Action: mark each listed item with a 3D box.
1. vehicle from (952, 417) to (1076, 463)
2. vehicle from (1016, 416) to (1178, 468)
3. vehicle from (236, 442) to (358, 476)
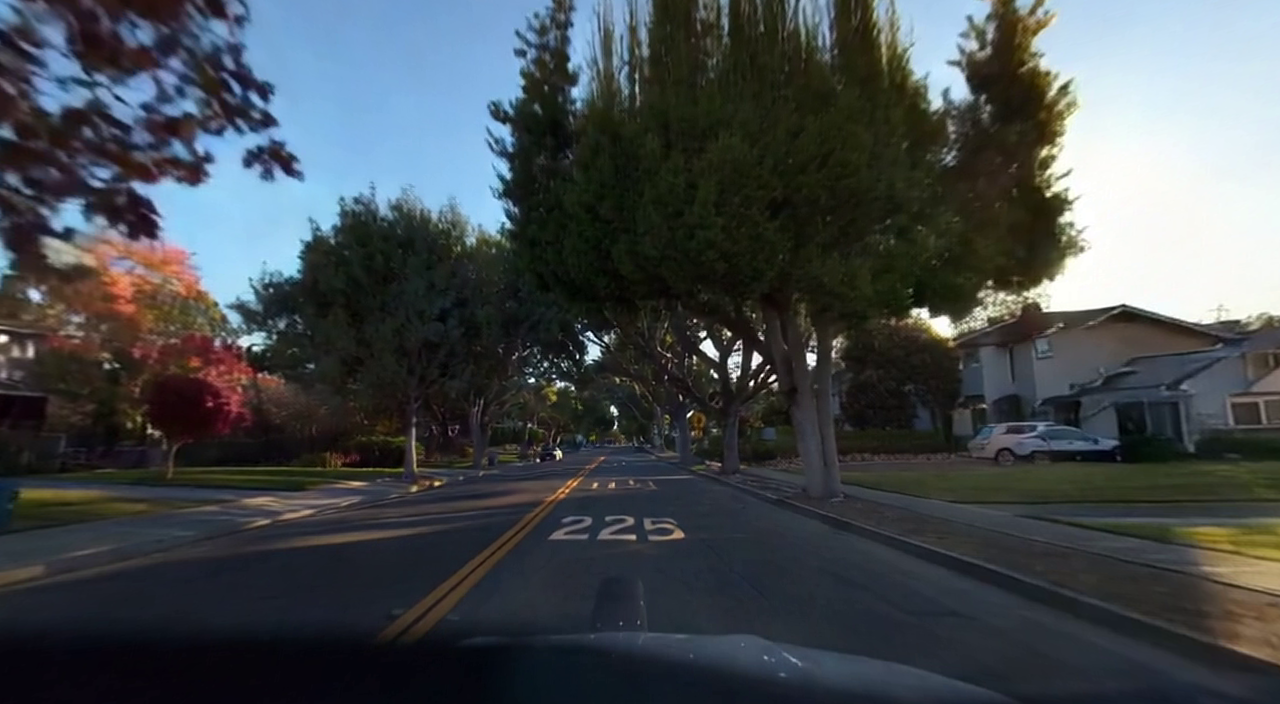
[{"bbox_3d":[15.233,3.565,25.726,4.426,1.704,2.219,4,-9,-27],"label":"vehicle"},{"bbox_3d":[15.841,3.131,22.051,4.198,1.697,1.984,1,-9,-5],"label":"vehicle"},{"bbox_3d":[-15.461,4.824,28.678,4.388,1.449,1.882,0,-9,-3],"label":"vehicle"}]
